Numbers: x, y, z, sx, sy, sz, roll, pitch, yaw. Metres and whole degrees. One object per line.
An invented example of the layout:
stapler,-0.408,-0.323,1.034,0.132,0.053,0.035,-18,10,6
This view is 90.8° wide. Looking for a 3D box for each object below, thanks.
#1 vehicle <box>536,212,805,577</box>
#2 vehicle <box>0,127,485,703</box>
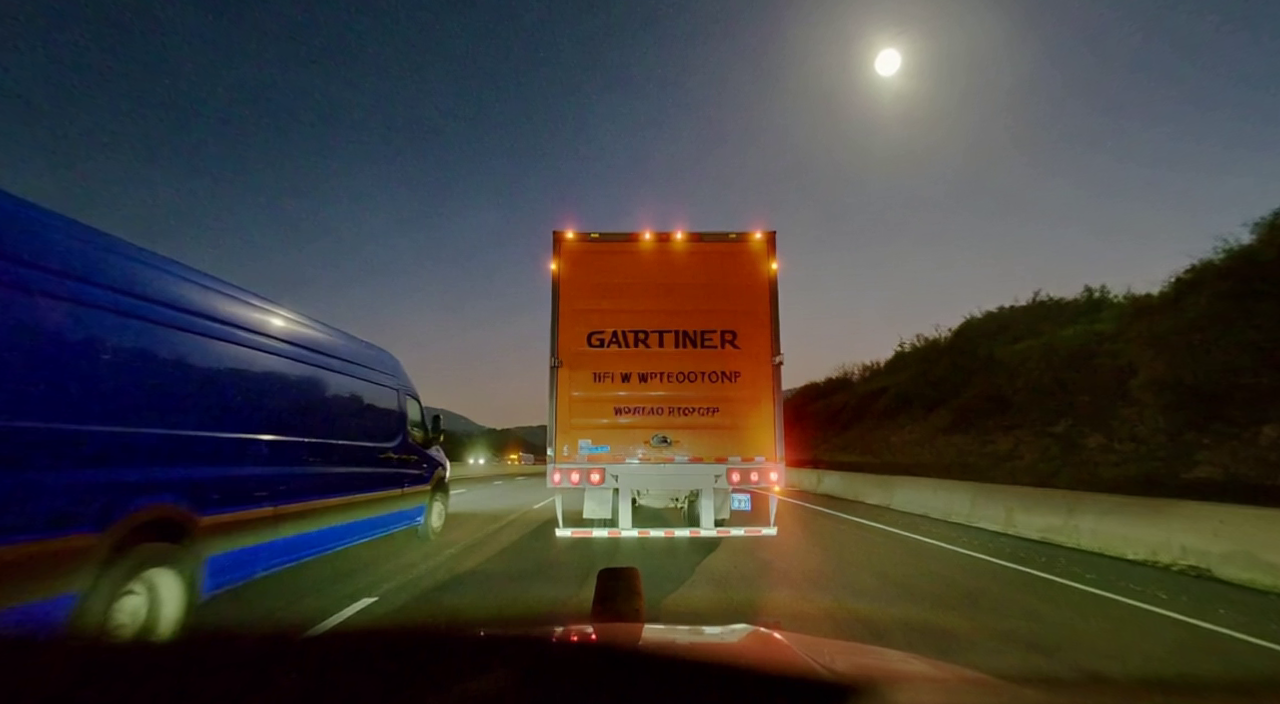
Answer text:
vehicle,0.471,1.214,12.232,2.853,4.054,10.557,0,-9,2
vehicle,-4.415,1.024,6.855,2.790,2.893,10.715,0,-9,0
